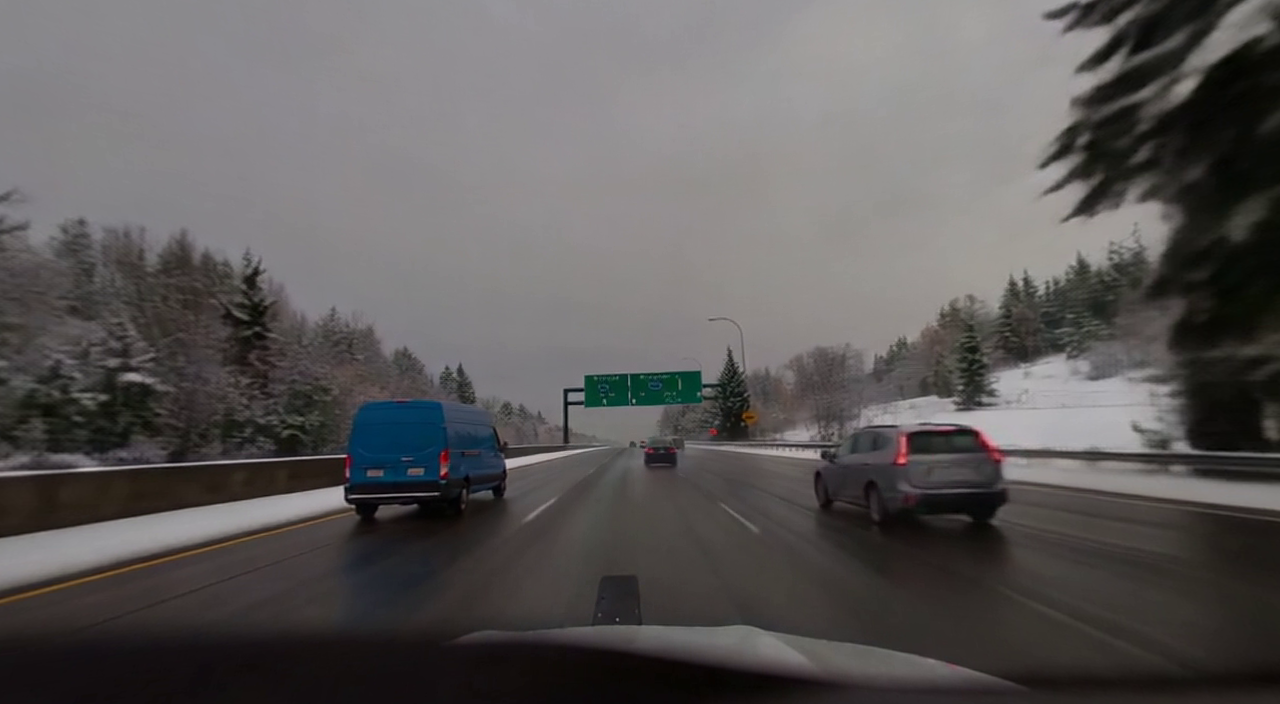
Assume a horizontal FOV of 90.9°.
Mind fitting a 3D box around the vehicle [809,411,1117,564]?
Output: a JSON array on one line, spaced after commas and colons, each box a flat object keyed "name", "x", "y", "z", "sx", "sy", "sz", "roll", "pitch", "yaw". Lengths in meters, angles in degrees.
[{"name": "vehicle", "x": 4.113, "y": 1.767, "z": 9.135, "sx": 1.996, "sy": 1.638, "sz": 4.496, "roll": 0, "pitch": -8, "yaw": -1}]

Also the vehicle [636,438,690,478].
[{"name": "vehicle", "x": 0.849, "y": 4.222, "z": 25.421, "sx": 2.020, "sy": 1.464, "sz": 3.803, "roll": 0, "pitch": -8, "yaw": 0}]

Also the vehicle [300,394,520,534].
[{"name": "vehicle", "x": -3.886, "y": 1.995, "z": 11.933, "sx": 2.275, "sy": 2.053, "sz": 5.082, "roll": 0, "pitch": -8, "yaw": -1}]
